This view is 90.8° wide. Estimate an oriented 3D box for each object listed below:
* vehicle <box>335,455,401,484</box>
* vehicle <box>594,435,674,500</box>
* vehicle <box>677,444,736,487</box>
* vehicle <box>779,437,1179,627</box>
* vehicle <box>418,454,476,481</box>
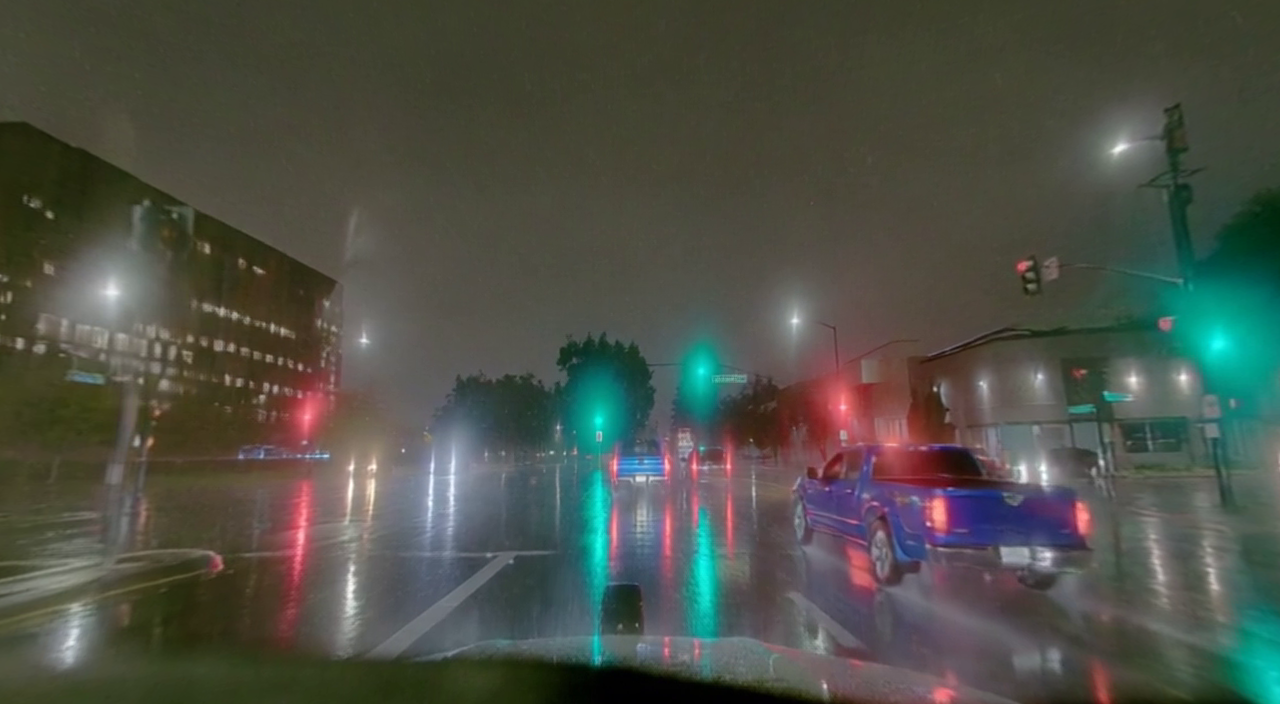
[{"bbox_3d":[-15.717,6.789,36.806,1.915,1.491,4.347,0,-8,0],"label":"vehicle"},{"bbox_3d":[-0.213,3.732,20.825,2.344,1.883,4.572,0,-9,-1],"label":"vehicle"},{"bbox_3d":[2.897,5.049,28.464,2.013,1.742,4.424,0,-9,-2],"label":"vehicle"},{"bbox_3d":[3.165,1.744,7.217,2.057,1.463,4.365,0,-8,-1],"label":"vehicle"},{"bbox_3d":[-11.604,6.931,38.319,1.989,1.459,4.667,0,-8,0],"label":"vehicle"}]
